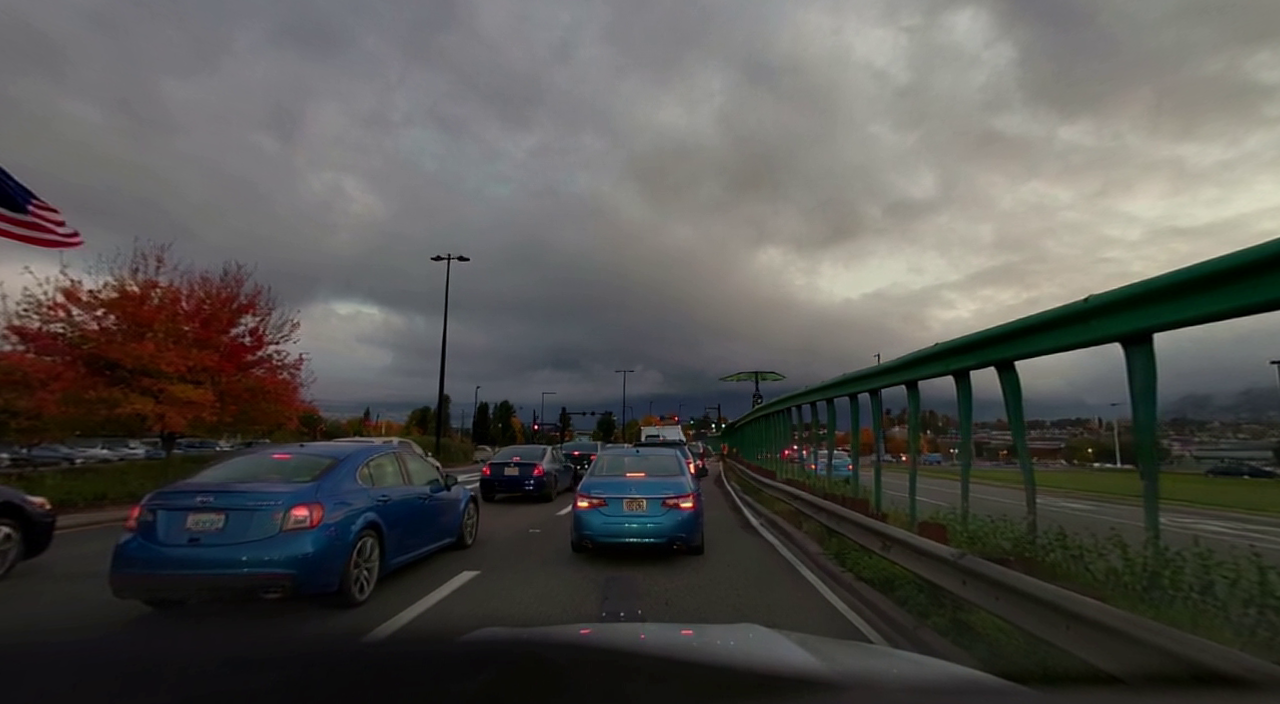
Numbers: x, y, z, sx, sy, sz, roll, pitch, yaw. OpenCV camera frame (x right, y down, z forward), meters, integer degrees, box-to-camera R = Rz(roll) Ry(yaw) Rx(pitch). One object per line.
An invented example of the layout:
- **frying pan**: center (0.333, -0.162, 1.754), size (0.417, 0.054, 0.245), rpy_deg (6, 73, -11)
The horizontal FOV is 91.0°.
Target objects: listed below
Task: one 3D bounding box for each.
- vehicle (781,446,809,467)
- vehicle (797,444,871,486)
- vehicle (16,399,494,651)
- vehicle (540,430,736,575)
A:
- **vehicle**: center (12.205, 8.268, 49.800), size (1.944, 1.544, 4.301), rpy_deg (-1, -9, 12)
- **vehicle**: center (8.109, 4.736, 26.741), size (2.011, 1.610, 4.568), rpy_deg (0, -9, 5)
- **vehicle**: center (-3.075, 1.465, 6.384), size (1.988, 1.635, 4.260), rpy_deg (0, -9, 3)
- **vehicle**: center (0.096, 1.927, 8.919), size (2.090, 1.506, 4.276), rpy_deg (0, -9, 3)
